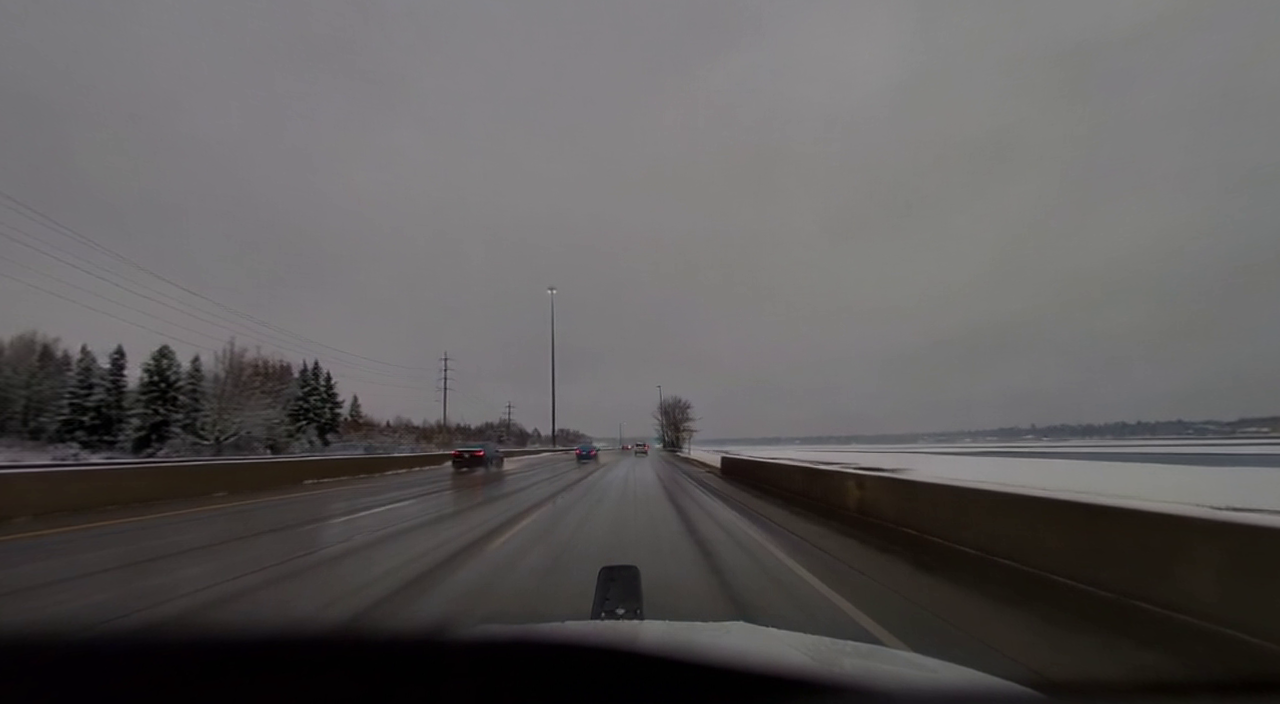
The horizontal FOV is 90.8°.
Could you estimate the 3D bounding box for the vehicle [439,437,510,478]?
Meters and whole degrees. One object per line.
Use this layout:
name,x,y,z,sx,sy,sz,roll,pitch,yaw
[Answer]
vehicle,-7.540,4.854,29.261,2.050,1.717,4.418,0,-9,1

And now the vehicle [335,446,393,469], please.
vehicle,-18.815,7.174,43.292,1.872,1.466,4.649,0,-9,0

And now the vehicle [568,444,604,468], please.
vehicle,-3.531,6.911,42.197,1.957,1.494,4.207,0,-9,1
